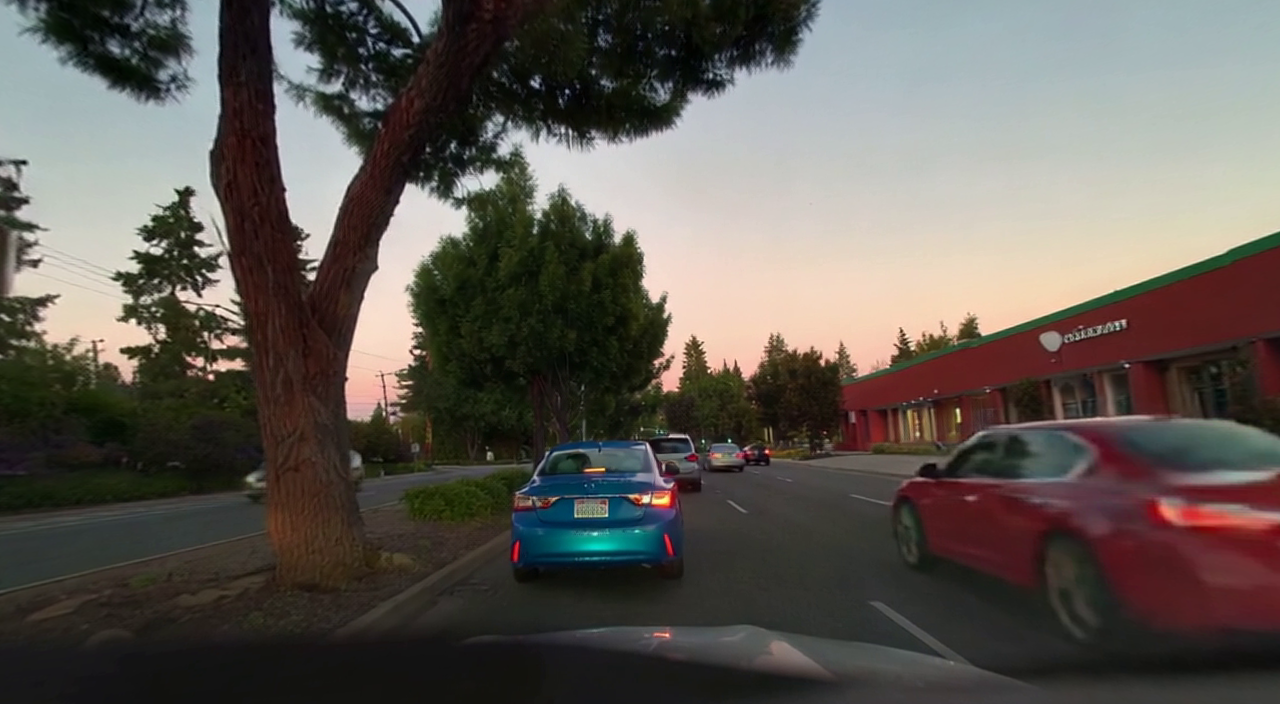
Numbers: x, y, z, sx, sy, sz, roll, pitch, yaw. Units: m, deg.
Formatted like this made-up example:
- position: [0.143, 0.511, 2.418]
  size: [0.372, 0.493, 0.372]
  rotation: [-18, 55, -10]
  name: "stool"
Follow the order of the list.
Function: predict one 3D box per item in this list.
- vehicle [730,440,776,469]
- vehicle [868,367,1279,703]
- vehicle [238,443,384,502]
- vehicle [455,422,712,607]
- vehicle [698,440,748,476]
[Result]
- position: [7.804, 7.097, 43.741]
  size: [2.253, 1.854, 5.409]
  rotation: [0, -9, 1]
  name: "vehicle"
- position: [3.608, 1.199, 5.061]
  size: [1.971, 1.637, 4.317]
  rotation: [0, -8, 1]
  name: "vehicle"
- position: [-11.964, 4.388, 23.472]
  size: [2.257, 1.904, 5.751]
  rotation: [0, -9, 1]
  name: "vehicle"
- position: [-0.471, 1.642, 7.250]
  size: [2.111, 1.506, 4.018]
  rotation: [0, -8, 0]
  name: "vehicle"
- position: [4.097, 5.302, 31.643]
  size: [1.946, 1.648, 4.230]
  rotation: [0, -9, 1]
  name: "vehicle"
